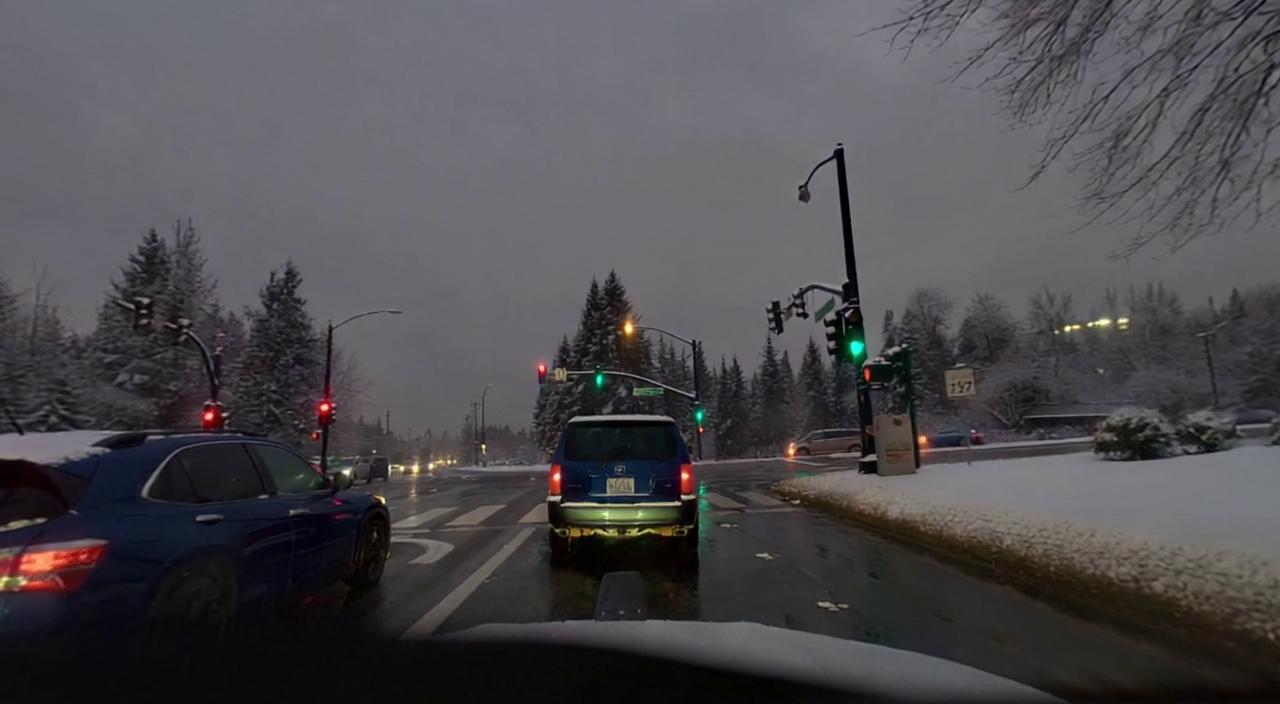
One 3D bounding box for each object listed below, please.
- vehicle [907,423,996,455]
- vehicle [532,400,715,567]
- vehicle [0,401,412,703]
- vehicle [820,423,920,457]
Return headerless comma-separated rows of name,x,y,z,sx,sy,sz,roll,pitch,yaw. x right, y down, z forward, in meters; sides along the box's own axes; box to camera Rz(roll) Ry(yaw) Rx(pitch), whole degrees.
vehicle,16.361,4.590,33.247,3.830,1.545,2.006,3,-9,-19
vehicle,-0.188,1.798,9.340,2.059,1.877,4.249,0,-8,0
vehicle,-3.386,1.259,4.563,2.011,1.527,4.008,0,-8,-1
vehicle,12.762,4.906,35.104,4.872,1.806,2.107,3,-9,-19
